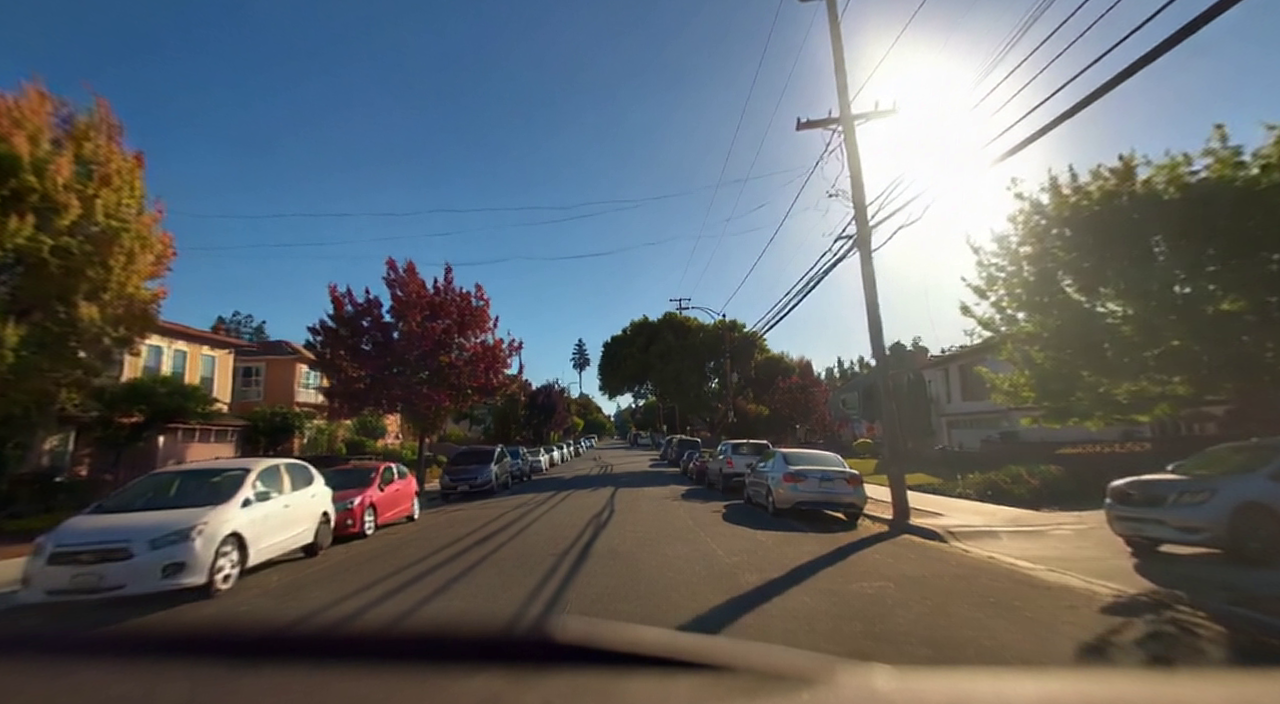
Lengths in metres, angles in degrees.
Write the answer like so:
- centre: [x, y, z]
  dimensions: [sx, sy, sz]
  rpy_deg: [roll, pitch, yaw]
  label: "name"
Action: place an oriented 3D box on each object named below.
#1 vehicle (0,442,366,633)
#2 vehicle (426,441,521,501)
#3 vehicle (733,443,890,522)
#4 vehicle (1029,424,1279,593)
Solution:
- centre: [-5.429, 2.022, 8.057]
  dimensions: [2.032, 1.716, 4.382]
  rpy_deg: [0, -8, -2]
  label: "vehicle"
- centre: [-6.084, 4.372, 23.956]
  dimensions: [2.184, 1.958, 5.757]
  rpy_deg: [0, -8, -1]
  label: "vehicle"
- centre: [3.711, 2.901, 14.785]
  dimensions: [2.174, 1.504, 4.809]
  rpy_deg: [0, -8, -2]
  label: "vehicle"
- centre: [7.211, 1.583, 6.875]
  dimensions: [4.546, 1.537, 2.076]
  rpy_deg: [0, -8, 1]
  label: "vehicle"
